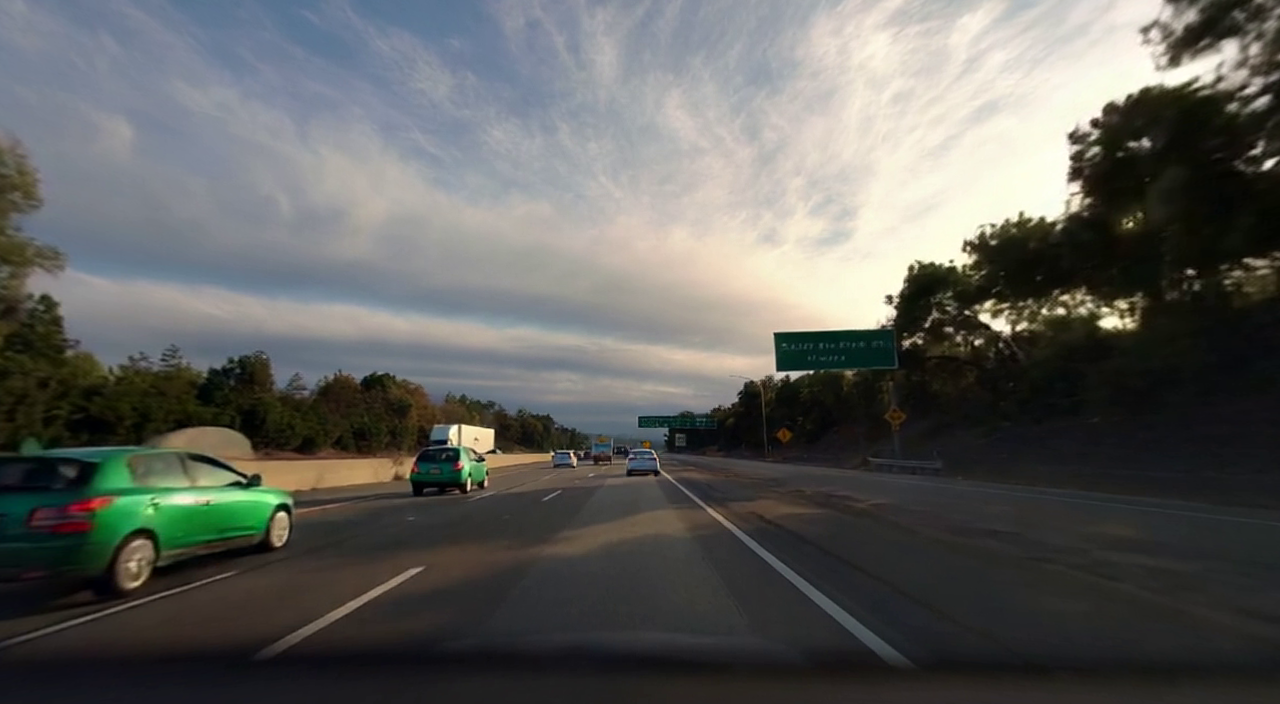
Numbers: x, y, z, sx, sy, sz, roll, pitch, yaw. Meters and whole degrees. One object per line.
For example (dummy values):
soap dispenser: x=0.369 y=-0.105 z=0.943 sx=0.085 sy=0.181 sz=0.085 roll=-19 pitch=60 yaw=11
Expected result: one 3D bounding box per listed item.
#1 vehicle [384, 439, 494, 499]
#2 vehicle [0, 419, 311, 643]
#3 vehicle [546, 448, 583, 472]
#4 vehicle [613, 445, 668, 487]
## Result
vehicle: x=-6.003 y=3.535 z=19.362 sx=2.058 sy=1.626 sz=4.118 roll=0 pitch=-9 yaw=0
vehicle: x=-5.431 y=1.535 z=6.303 sx=2.043 sy=1.534 sz=4.032 roll=0 pitch=-9 yaw=0
vehicle: x=-4.906 y=7.045 z=41.365 sx=1.892 sy=1.481 sz=4.180 roll=0 pitch=-9 yaw=1
vehicle: x=-0.001 y=4.346 z=24.231 sx=1.940 sy=1.451 sz=3.512 roll=0 pitch=-9 yaw=-1
